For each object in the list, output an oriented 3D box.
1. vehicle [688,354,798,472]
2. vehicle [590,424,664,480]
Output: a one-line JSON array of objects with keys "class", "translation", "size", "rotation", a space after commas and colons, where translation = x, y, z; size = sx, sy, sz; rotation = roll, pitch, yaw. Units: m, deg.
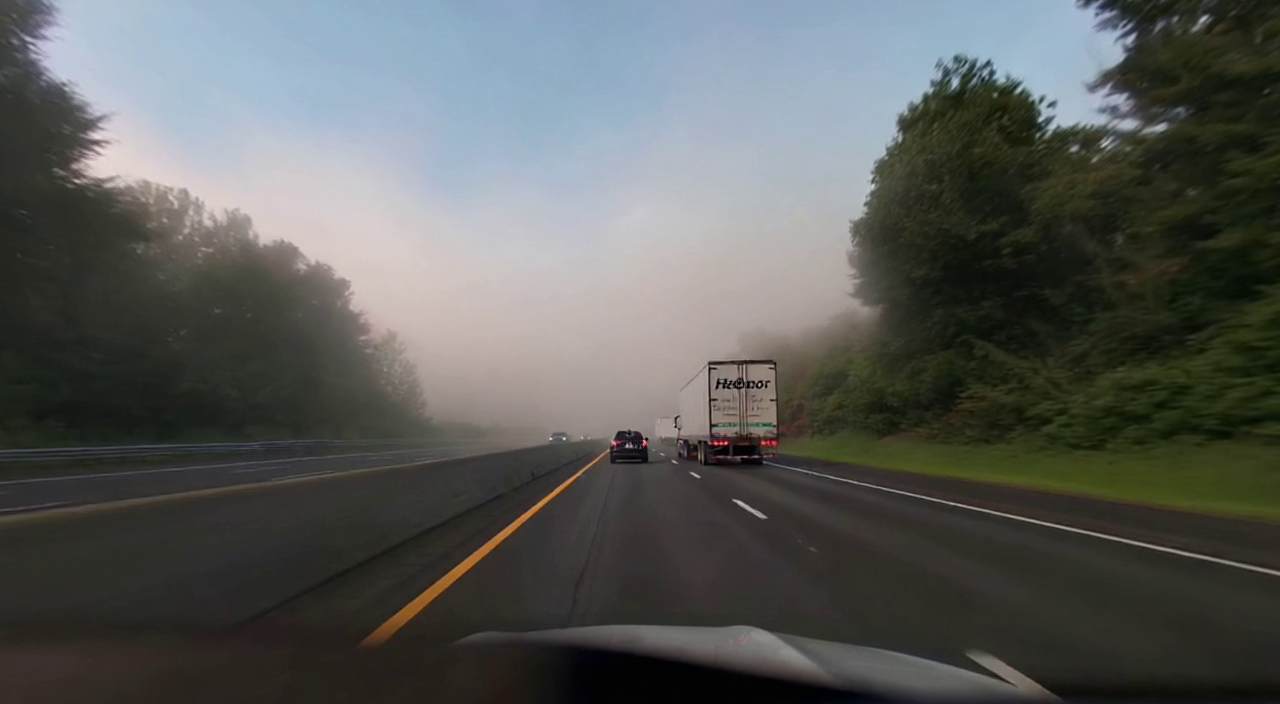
[{"class": "vehicle", "translation": [3.910, 2.729, 26.646], "size": [2.853, 4.038, 9.832], "rotation": [0, -8, -1]}, {"class": "vehicle", "translation": [-0.406, 3.113, 19.922], "size": [2.095, 1.557, 3.963], "rotation": [0, -8, -1]}]
